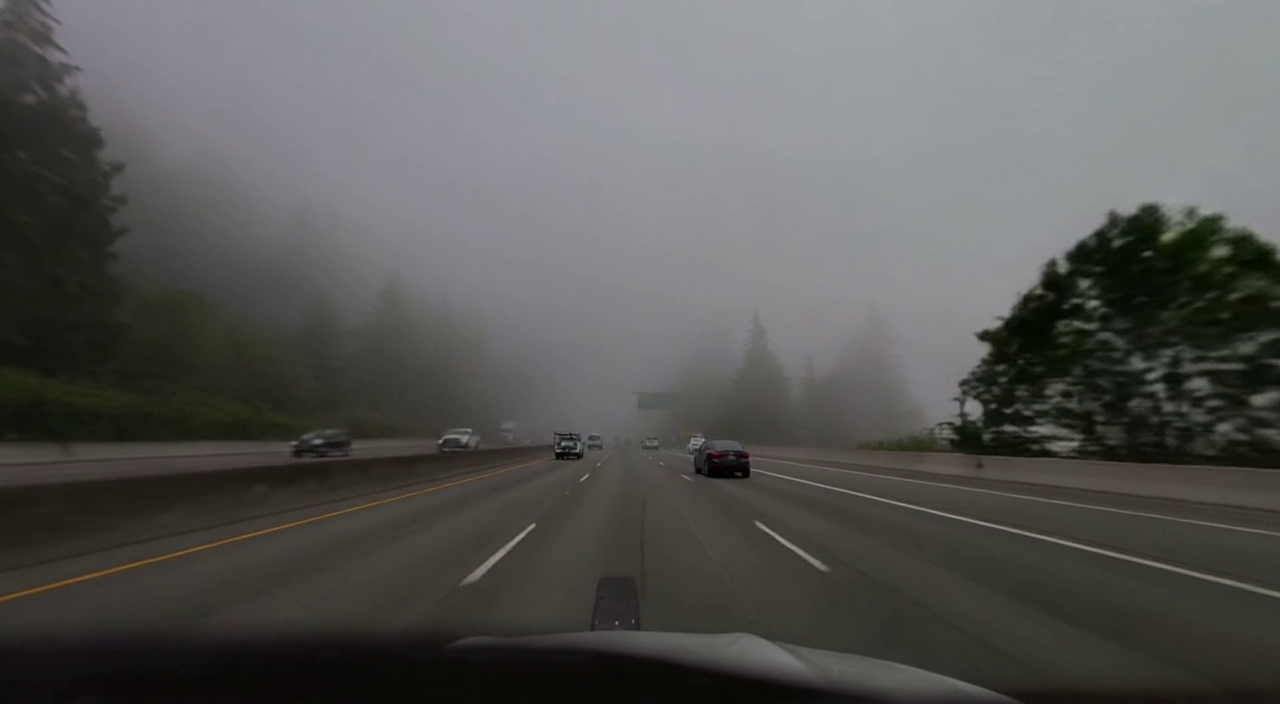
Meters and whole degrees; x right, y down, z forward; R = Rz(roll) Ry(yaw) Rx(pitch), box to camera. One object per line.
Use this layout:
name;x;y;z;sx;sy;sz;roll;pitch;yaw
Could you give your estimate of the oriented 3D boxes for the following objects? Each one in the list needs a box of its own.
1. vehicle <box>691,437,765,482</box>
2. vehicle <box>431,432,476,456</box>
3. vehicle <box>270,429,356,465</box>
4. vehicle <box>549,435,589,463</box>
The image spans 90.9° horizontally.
vehicle;3.079;3.832;22.966;1.990;1.480;3.865;0;-8;-2
vehicle;-12.637;6.251;42.939;1.888;1.507;4.157;0;-8;-1
vehicle;-16.024;4.677;31.175;1.935;1.619;4.445;0;-8;-1
vehicle;-4.275;5.905;38.596;2.011;1.614;4.808;0;-8;-1
